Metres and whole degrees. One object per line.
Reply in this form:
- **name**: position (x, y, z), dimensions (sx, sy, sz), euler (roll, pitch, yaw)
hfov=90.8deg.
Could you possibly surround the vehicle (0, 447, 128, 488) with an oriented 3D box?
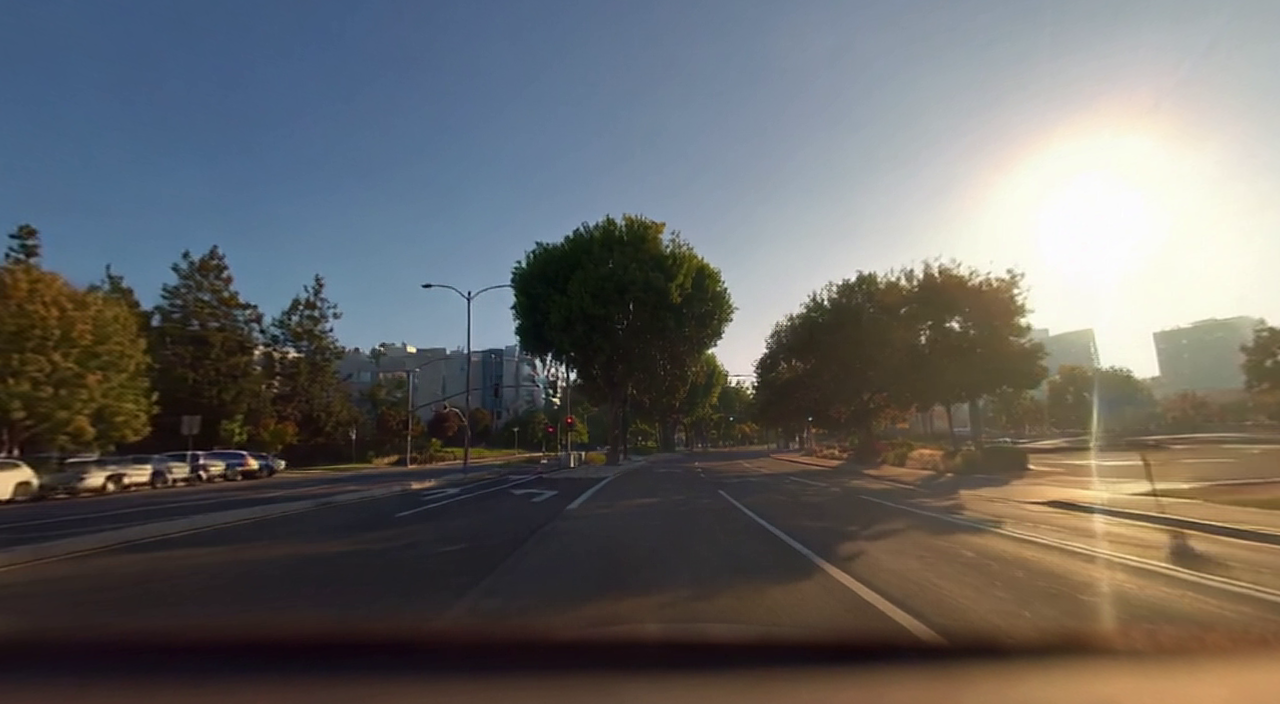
- **vehicle**: position (-28.698, 5.629, 30.967), dimensions (5.248, 1.758, 2.122), euler (-1, -8, -3)
